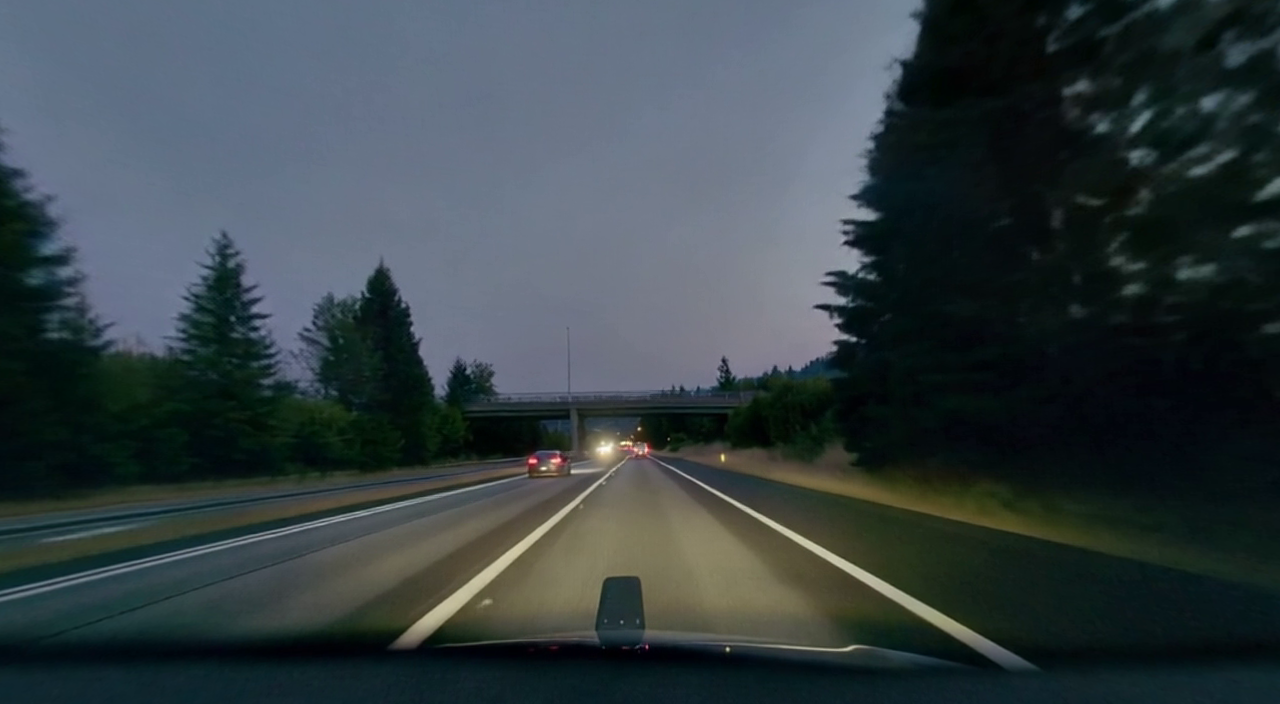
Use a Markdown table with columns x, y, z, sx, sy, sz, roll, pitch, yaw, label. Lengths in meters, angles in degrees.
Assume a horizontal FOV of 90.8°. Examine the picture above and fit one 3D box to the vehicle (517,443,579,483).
| x | y | z | sx | sy | sz | roll | pitch | yaw | label |
| --- | --- | --- | --- | --- | --- | --- | --- | --- | --- |
| -4.036 | 4.936 | 28.461 | 2.076 | 1.637 | 4.526 | 0 | -9 | 0 | vehicle |
